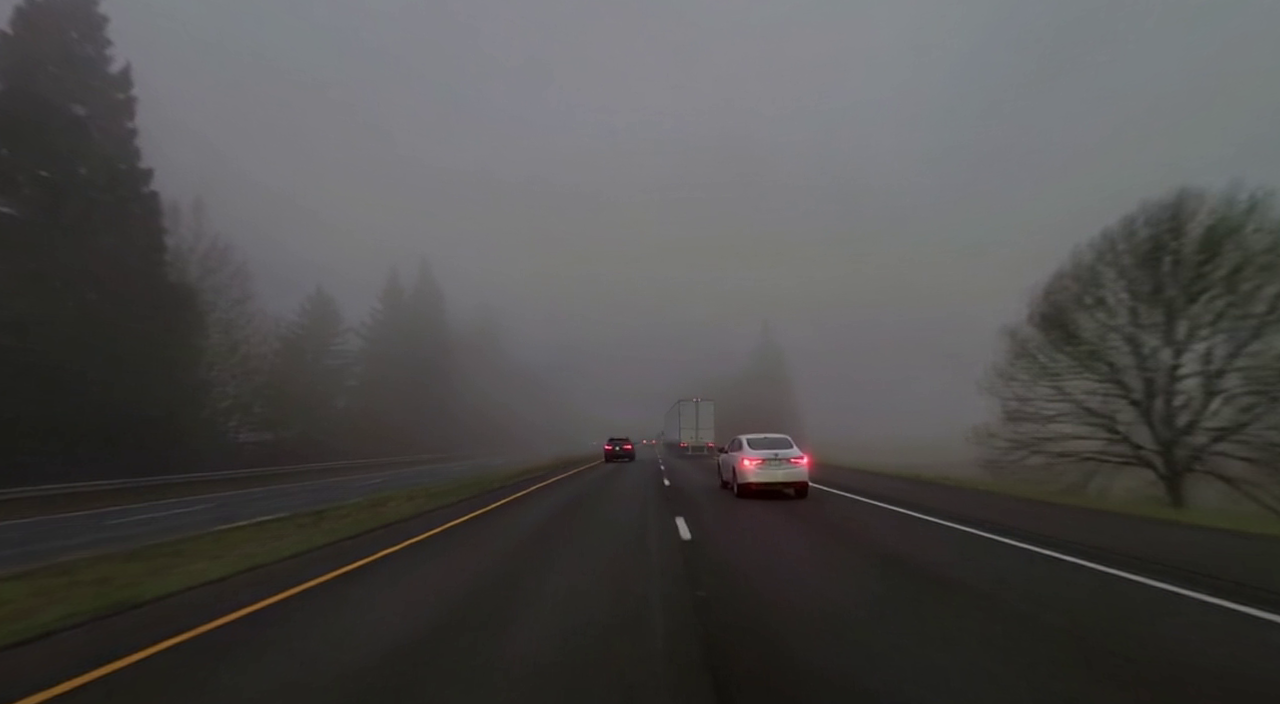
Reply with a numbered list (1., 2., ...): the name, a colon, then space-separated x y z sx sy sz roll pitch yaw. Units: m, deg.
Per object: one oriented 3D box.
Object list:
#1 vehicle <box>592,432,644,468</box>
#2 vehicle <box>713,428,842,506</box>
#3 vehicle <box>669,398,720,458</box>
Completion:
1. vehicle: -0.968 4.703 30.509 2.192 1.623 4.887 0 -8 1
2. vehicle: 2.995 2.586 14.736 2.072 1.534 4.300 0 -8 0
3. vehicle: 3.952 5.994 48.898 2.919 4.004 13.911 0 -8 1
